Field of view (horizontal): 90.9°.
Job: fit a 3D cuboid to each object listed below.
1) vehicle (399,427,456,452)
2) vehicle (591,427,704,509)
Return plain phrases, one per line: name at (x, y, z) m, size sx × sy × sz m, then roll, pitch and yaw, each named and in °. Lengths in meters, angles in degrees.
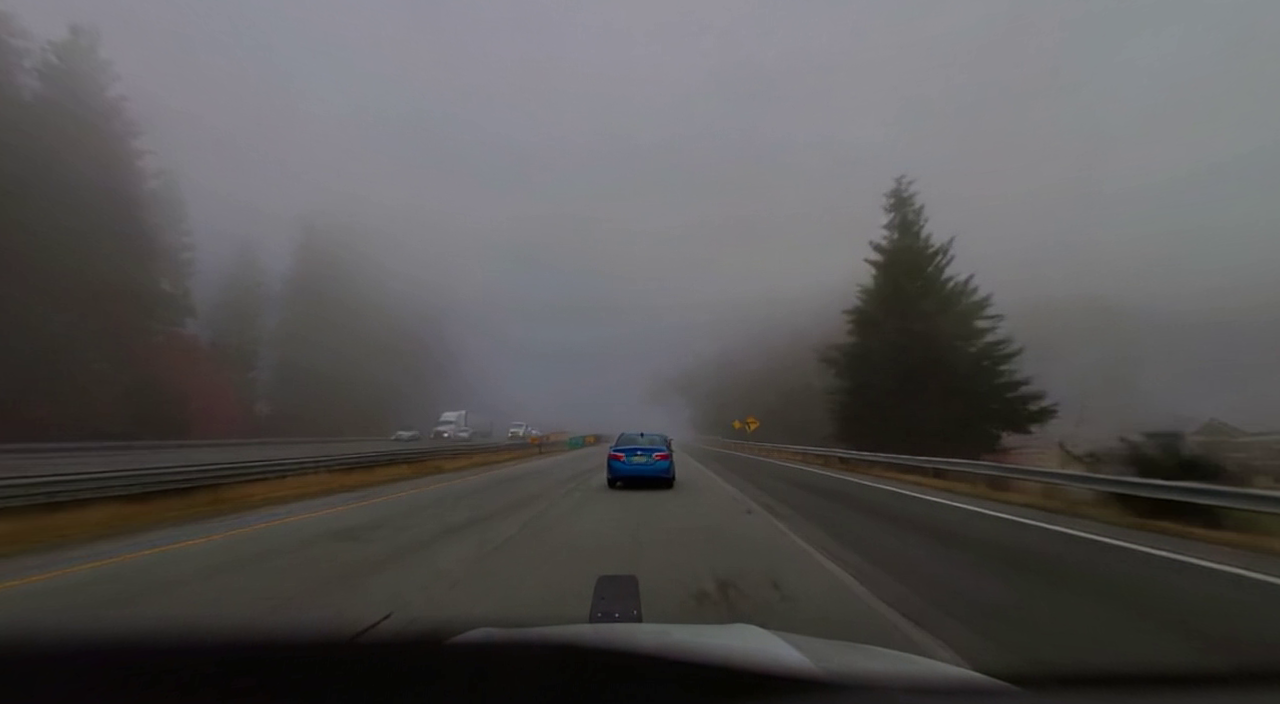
vehicle at (-13.392, 5.576, 40.057) m, size 1.942 × 1.478 × 4.622 m, roll 0°, pitch -8°, yaw 1°
vehicle at (0.198, 2.327, 13.245) m, size 1.977 × 1.443 × 4.225 m, roll 0°, pitch -8°, yaw 2°
